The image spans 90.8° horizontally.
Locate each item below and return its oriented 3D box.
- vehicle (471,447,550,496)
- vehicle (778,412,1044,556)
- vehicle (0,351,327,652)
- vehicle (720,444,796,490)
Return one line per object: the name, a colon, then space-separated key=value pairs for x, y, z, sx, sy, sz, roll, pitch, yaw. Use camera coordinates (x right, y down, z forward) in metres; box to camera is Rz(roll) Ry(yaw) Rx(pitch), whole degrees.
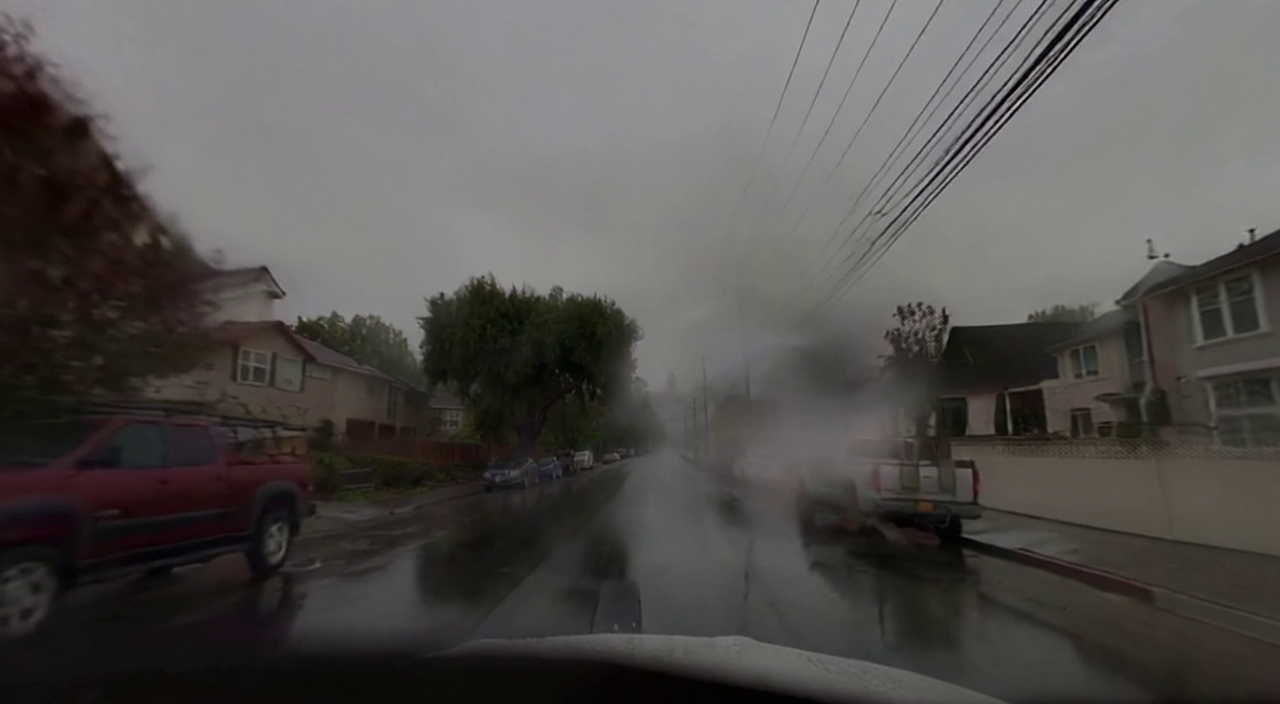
vehicle: x=-4.831 y=4.492 z=24.232 sx=1.971 sy=1.648 sz=4.638 roll=0 pitch=-9 yaw=1
vehicle: x=4.597 y=2.361 z=12.162 sx=2.547 sy=2.075 sz=5.693 roll=0 pitch=-9 yaw=0
vehicle: x=-5.325 y=1.329 z=5.850 sx=2.194 sy=1.995 sz=4.814 roll=-3 pitch=-10 yaw=3
vehicle: x=5.353 y=5.306 z=29.635 sx=2.462 sy=1.894 sz=6.076 roll=0 pitch=-9 yaw=0
